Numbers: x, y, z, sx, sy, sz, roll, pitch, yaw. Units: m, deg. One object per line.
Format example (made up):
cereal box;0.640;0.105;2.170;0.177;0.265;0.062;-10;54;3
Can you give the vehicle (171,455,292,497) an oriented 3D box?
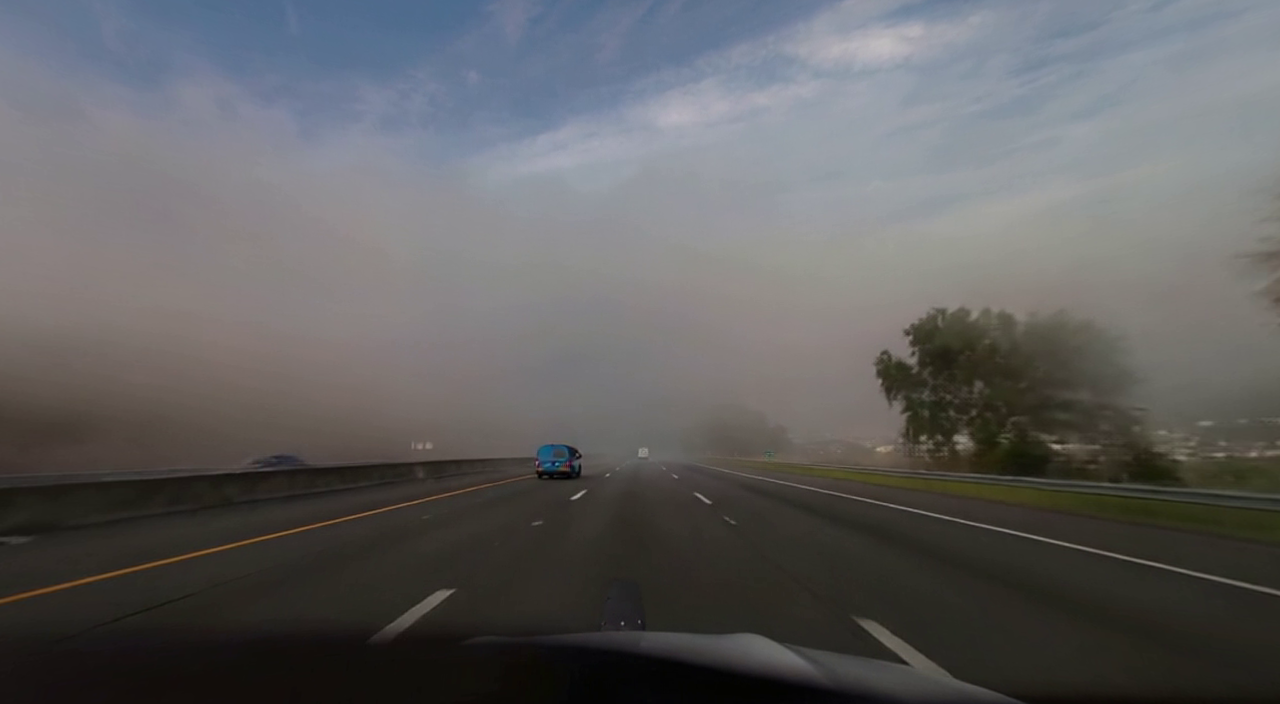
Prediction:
vehicle;-16.222;4.929;25.348;1.933;1.477;4.382;0;-9;0

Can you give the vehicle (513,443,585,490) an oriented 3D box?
vehicle;-3.247;4.199;23.300;1.965;1.556;3.971;-1;-9;1
